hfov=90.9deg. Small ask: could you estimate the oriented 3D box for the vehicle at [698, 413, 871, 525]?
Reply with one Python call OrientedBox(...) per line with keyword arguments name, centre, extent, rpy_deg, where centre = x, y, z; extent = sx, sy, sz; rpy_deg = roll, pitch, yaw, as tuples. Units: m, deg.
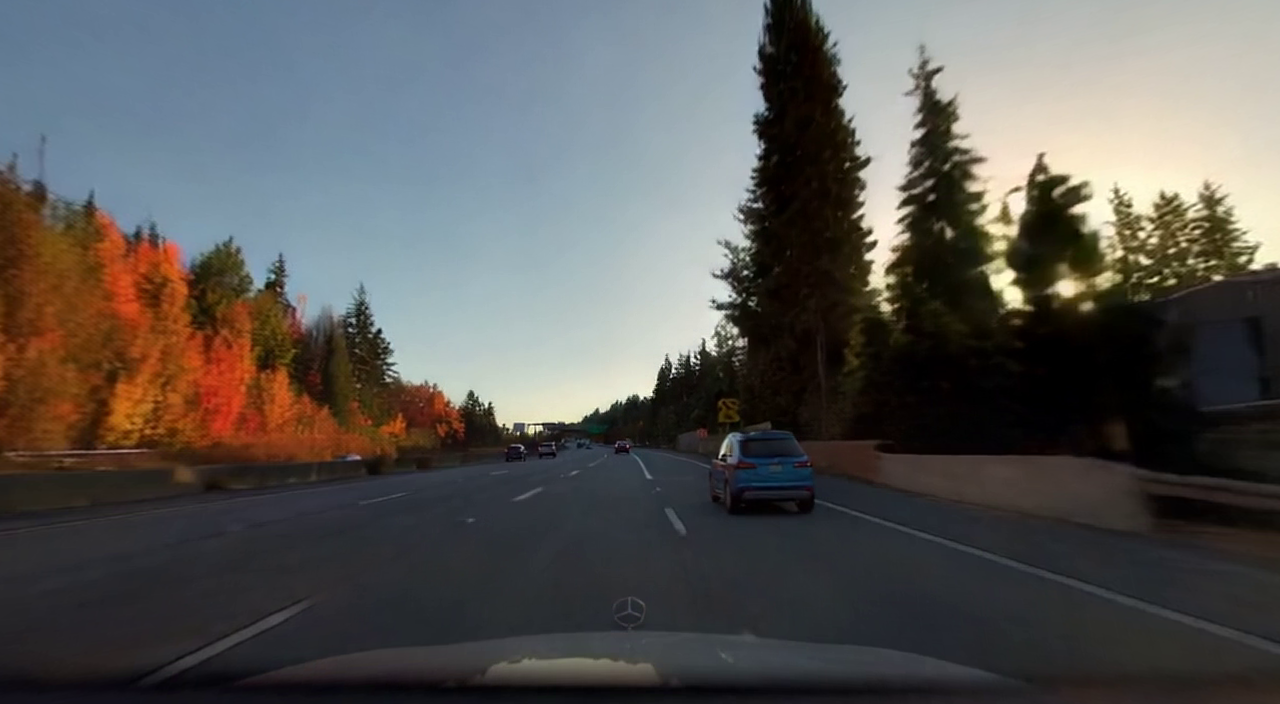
OrientedBox(name="vehicle", centre=(2.406, 2.099, 11.814), extent=(2.120, 1.706, 4.226), rpy_deg=(0, -8, -2))
